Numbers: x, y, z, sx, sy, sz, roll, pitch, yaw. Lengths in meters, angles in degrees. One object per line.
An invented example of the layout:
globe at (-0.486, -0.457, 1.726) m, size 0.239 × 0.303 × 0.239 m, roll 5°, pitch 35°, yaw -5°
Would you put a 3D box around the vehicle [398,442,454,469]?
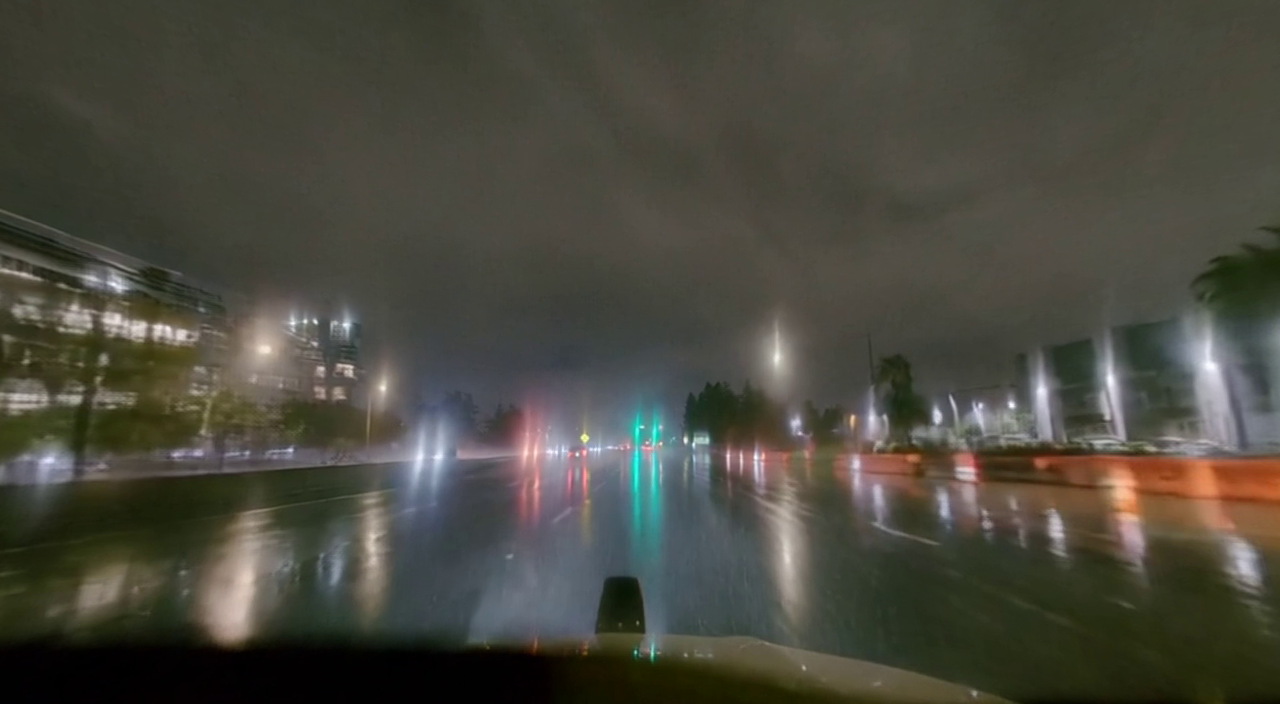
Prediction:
vehicle at (-16.020, 7.786, 47.462) m, size 2.285 × 1.911 × 5.206 m, roll 0°, pitch -9°, yaw 1°
